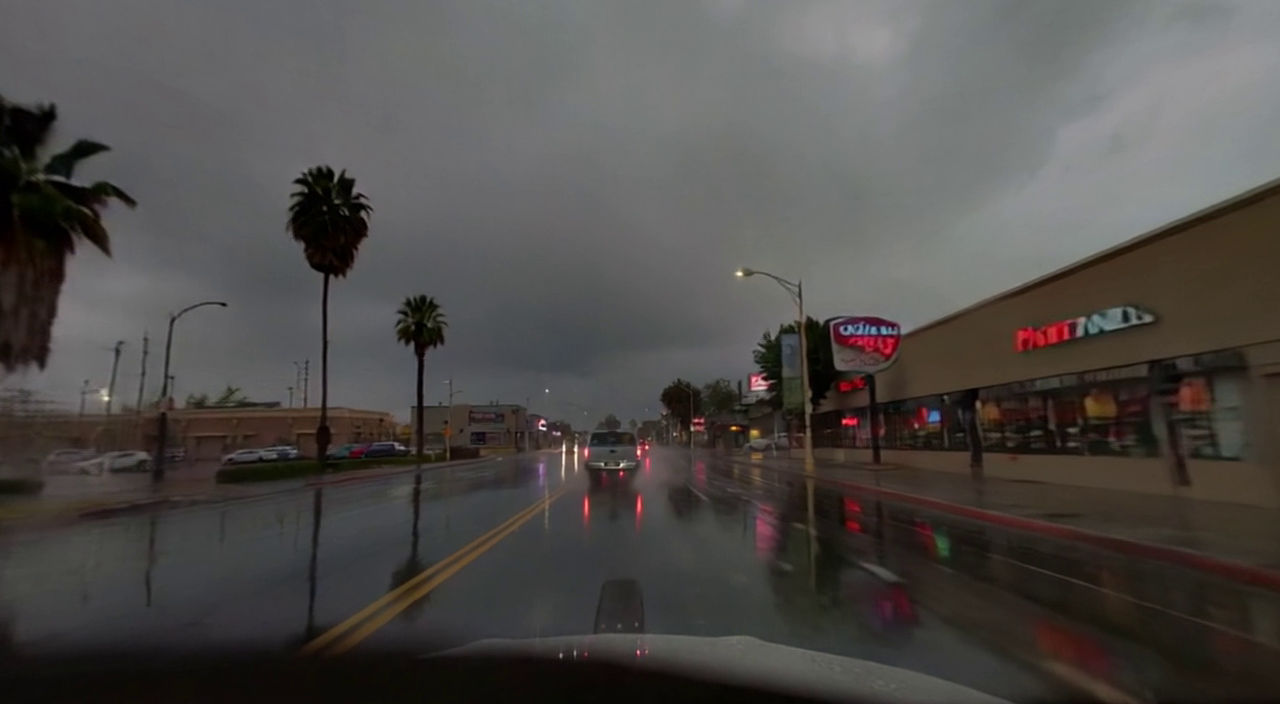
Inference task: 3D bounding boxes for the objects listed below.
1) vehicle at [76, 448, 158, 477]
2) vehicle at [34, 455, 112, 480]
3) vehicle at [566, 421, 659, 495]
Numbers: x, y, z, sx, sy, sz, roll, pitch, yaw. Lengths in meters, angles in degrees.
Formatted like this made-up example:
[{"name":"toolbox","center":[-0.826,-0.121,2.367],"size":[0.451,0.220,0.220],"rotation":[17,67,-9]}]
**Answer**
[{"name":"vehicle","center":[-34.835,7.335,42.075],"size":[2.013,1.785,4.331],"rotation":[1,-8,-5]},{"name":"vehicle","center":[-37.660,7.671,41.926],"size":[1.685,1.466,3.858],"rotation":[0,-8,-3]},{"name":"vehicle","center":[-0.691,2.854,17.287],"size":[2.239,1.763,4.096],"rotation":[0,-8,-1]}]
